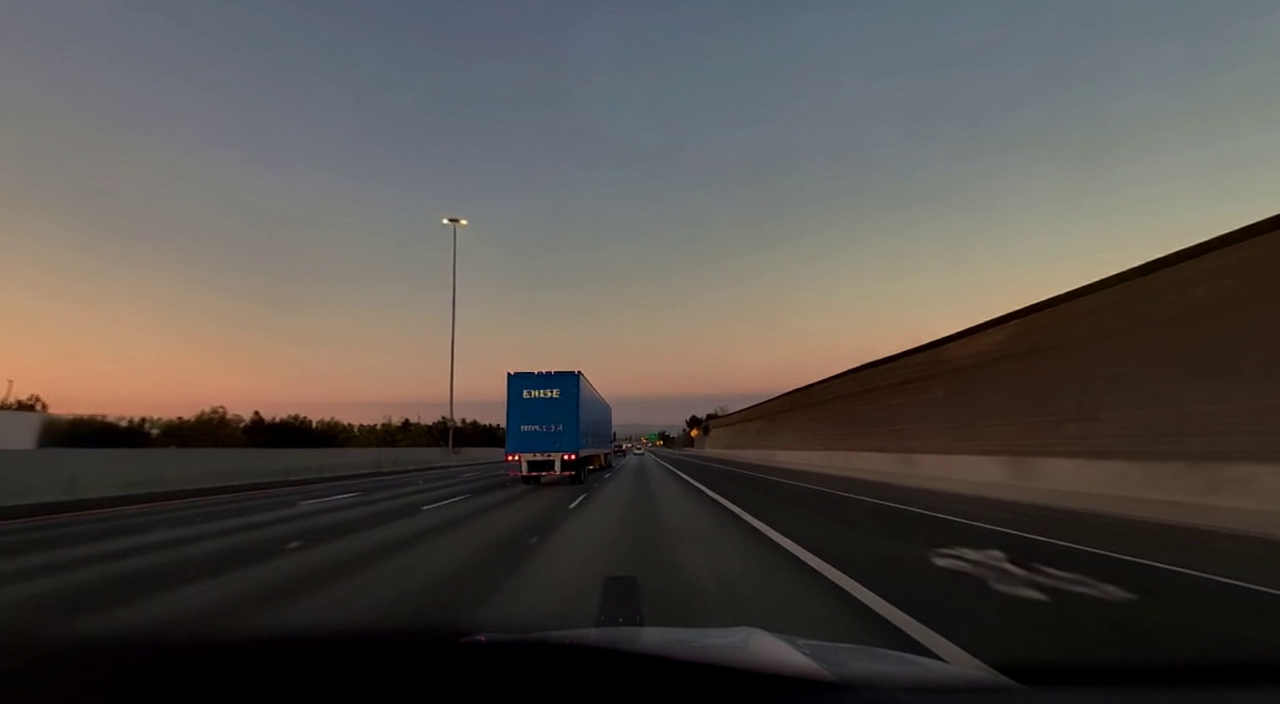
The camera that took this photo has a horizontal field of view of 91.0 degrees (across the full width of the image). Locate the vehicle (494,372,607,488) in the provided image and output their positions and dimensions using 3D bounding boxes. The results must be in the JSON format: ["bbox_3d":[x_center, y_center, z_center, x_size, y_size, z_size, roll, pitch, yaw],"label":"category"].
[{"bbox_3d":[-3.337,3.509,27.162,3.059,3.956,11.036,0,-9,1],"label":"vehicle"}]
